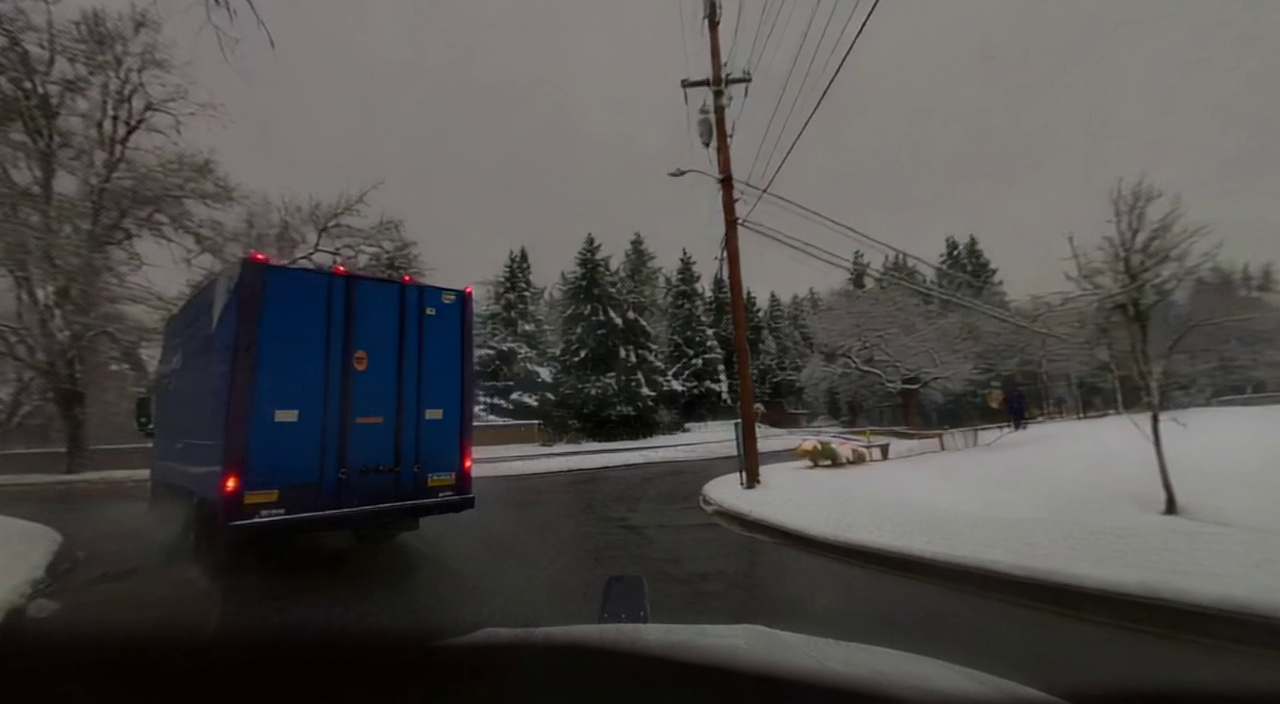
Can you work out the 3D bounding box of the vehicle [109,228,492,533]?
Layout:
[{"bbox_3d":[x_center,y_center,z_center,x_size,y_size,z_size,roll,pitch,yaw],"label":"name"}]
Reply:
[{"bbox_3d":[-6.641,0.870,11.122,9.680,3.326,2.838,-8,-11,43],"label":"vehicle"}]
